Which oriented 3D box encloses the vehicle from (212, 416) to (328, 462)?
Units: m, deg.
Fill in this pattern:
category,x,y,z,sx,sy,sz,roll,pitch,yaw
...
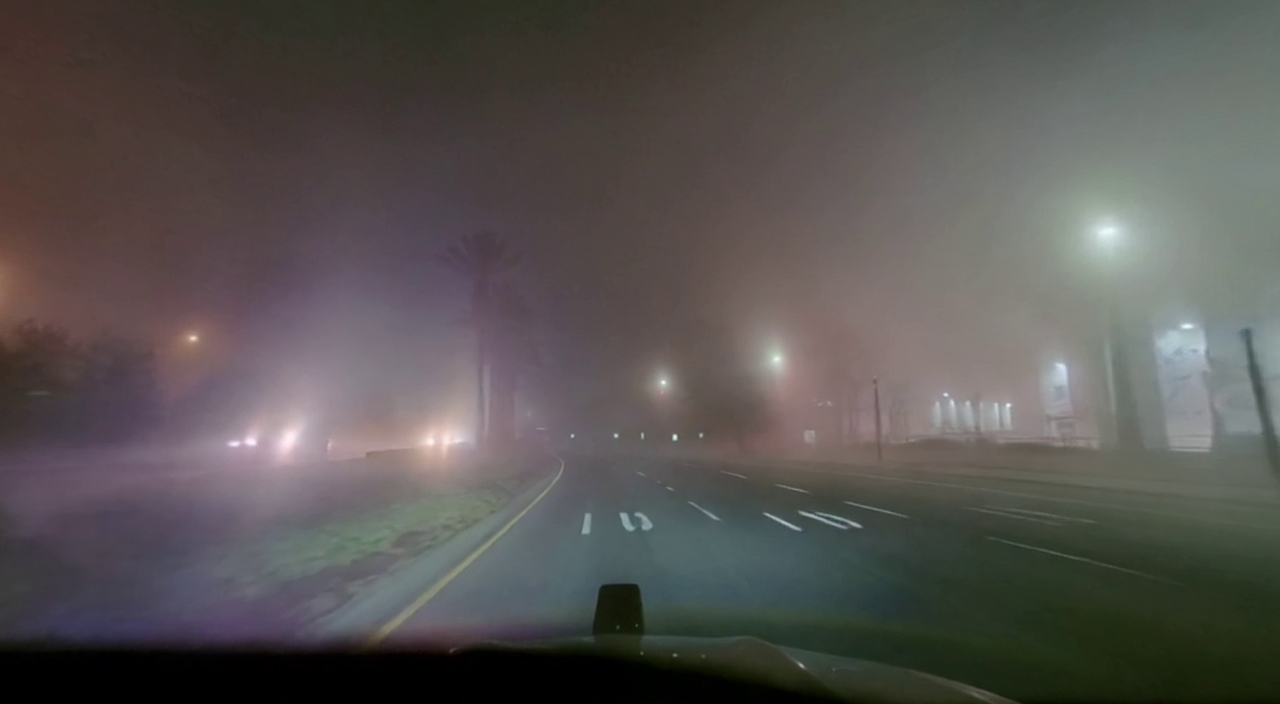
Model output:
category,x,y,z,sx,sy,sz,roll,pitch,yaw
vehicle,-14.455,3.462,25.043,2.012,1.633,4.505,0,-8,-3
